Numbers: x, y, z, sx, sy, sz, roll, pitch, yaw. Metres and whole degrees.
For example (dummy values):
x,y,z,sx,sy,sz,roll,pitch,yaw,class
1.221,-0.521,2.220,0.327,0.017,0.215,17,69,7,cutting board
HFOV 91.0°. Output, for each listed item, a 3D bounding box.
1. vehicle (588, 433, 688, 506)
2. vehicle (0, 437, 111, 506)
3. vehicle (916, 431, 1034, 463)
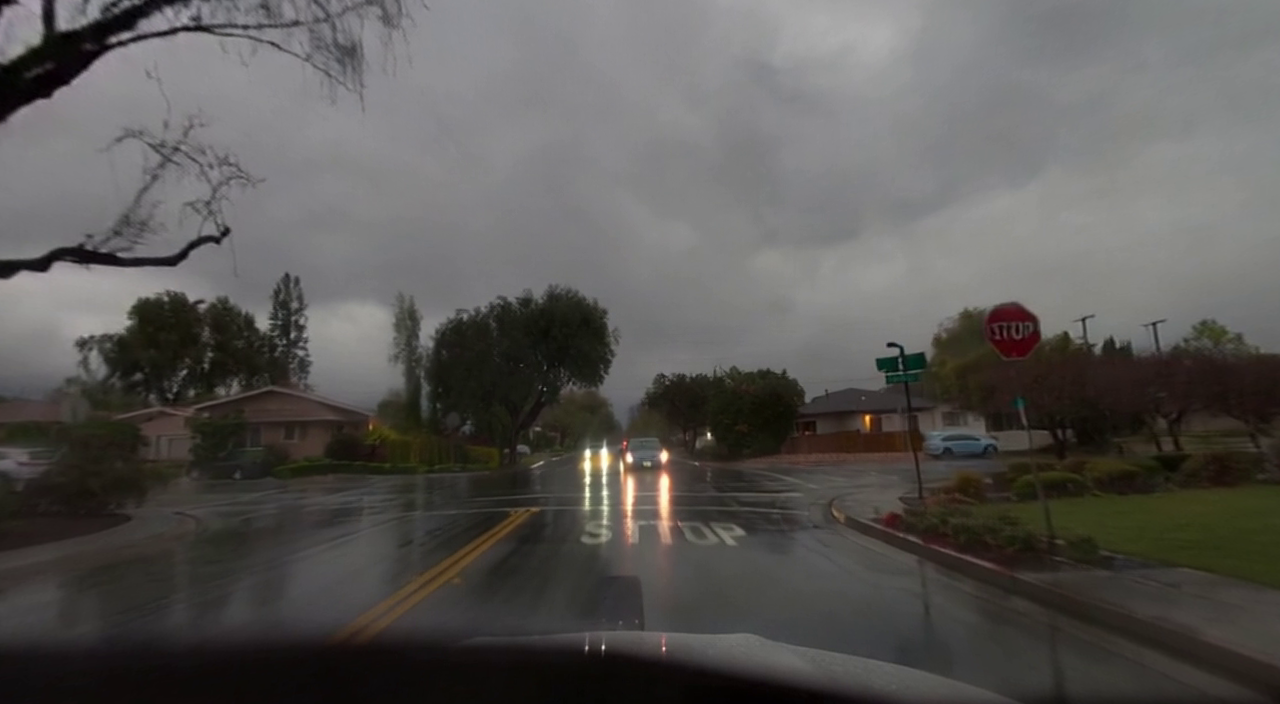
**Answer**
x,y,z,sx,sy,sz,roll,pitch,yaw,class
-0.106,2.743,15.124,2.043,1.484,4.340,0,-9,-2,vehicle
-20.872,3.924,20.010,5.796,1.946,2.391,-3,-10,-4,vehicle
16.598,4.725,31.342,4.748,1.488,2.029,1,-9,-4,vehicle
